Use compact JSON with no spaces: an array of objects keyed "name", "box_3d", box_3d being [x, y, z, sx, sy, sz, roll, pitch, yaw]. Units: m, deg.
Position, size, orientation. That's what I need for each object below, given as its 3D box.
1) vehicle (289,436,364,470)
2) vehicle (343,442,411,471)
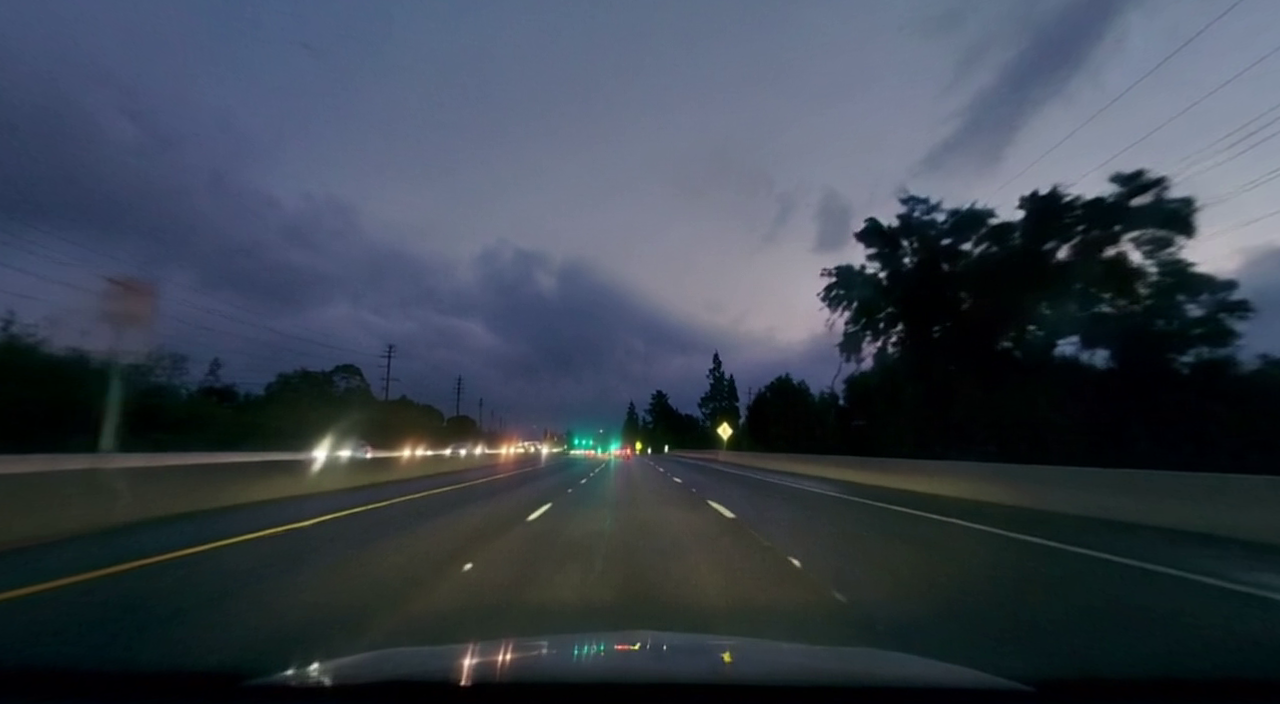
[{"name":"vehicle","box_3d":[-18.655,6.029,37.876,2.078,1.862,4.871,0,-8,-1]},{"name":"vehicle","box_3d":[-14.701,5.851,35.608,1.967,1.478,4.600,0,-8,-1]}]
